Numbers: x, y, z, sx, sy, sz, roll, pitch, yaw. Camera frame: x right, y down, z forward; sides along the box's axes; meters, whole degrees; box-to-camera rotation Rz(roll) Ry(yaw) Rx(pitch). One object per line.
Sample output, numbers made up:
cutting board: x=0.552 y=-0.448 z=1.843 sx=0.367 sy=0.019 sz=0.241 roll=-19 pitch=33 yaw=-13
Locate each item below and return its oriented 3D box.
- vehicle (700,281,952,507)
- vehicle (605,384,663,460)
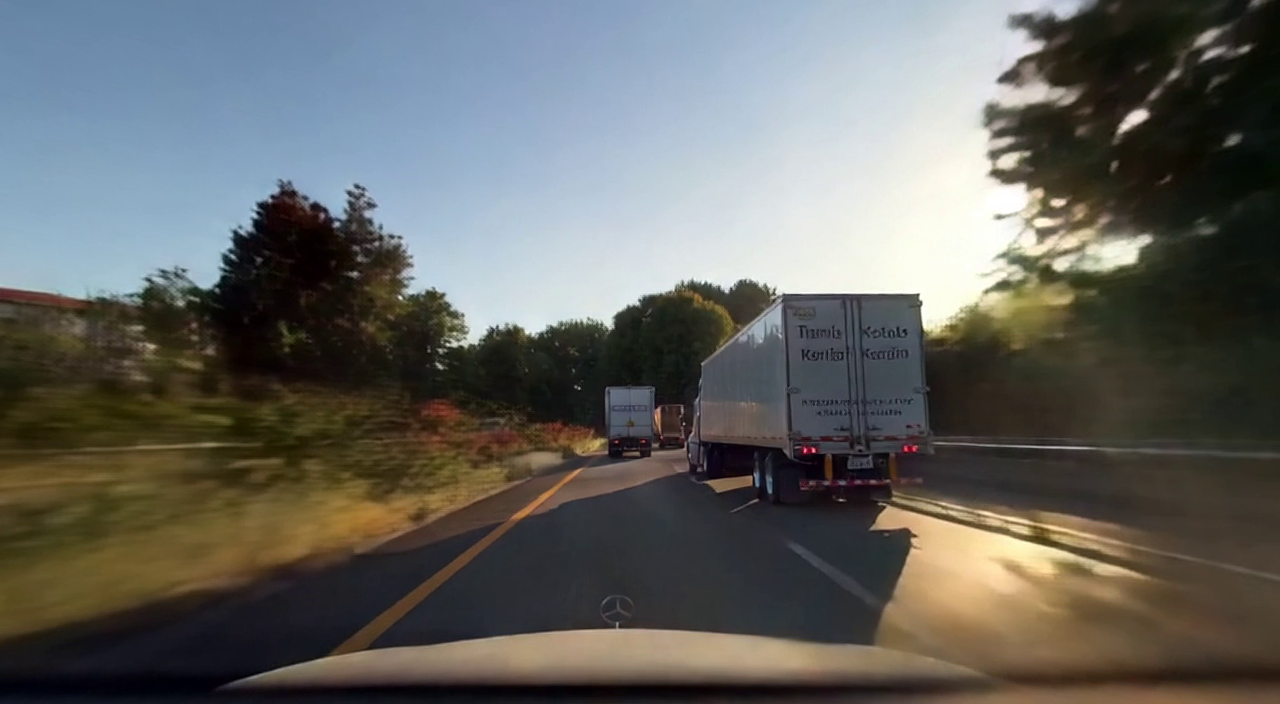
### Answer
vehicle: x=4.052 y=1.704 z=18.796 sx=2.856 sy=4.145 sz=14.500 roll=0 pitch=-8 yaw=-1
vehicle: x=-0.392 y=4.290 z=37.520 sx=2.958 sy=3.917 sz=10.196 roll=0 pitch=-8 yaw=-1
